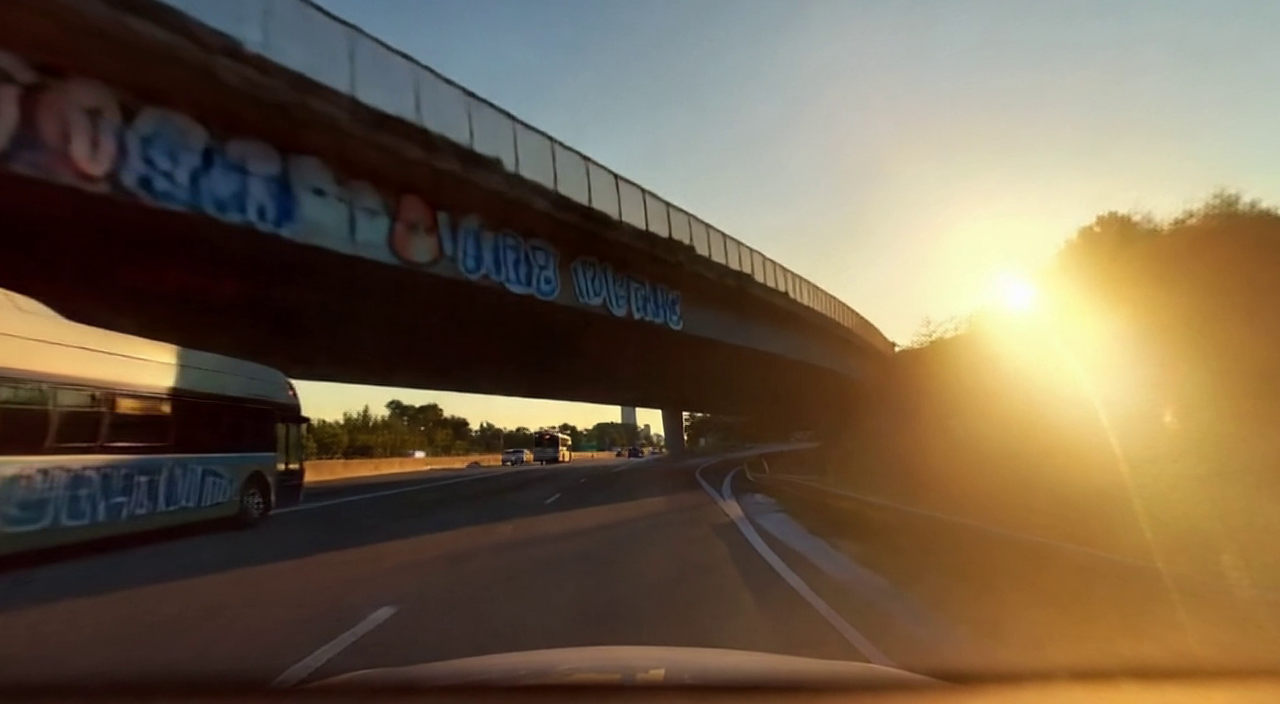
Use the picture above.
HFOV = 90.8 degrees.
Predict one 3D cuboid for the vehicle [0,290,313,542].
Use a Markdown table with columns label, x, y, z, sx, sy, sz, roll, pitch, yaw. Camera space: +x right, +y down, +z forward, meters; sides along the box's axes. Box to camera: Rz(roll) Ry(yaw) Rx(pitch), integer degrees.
| label | x | y | z | sx | sy | sz | roll | pitch | yaw |
| --- | --- | --- | --- | --- | --- | --- | --- | --- | --- |
| vehicle | -10.653 | 1.167 | 10.678 | 2.986 | 3.574 | 13.570 | 0 | -9 | 0 |
